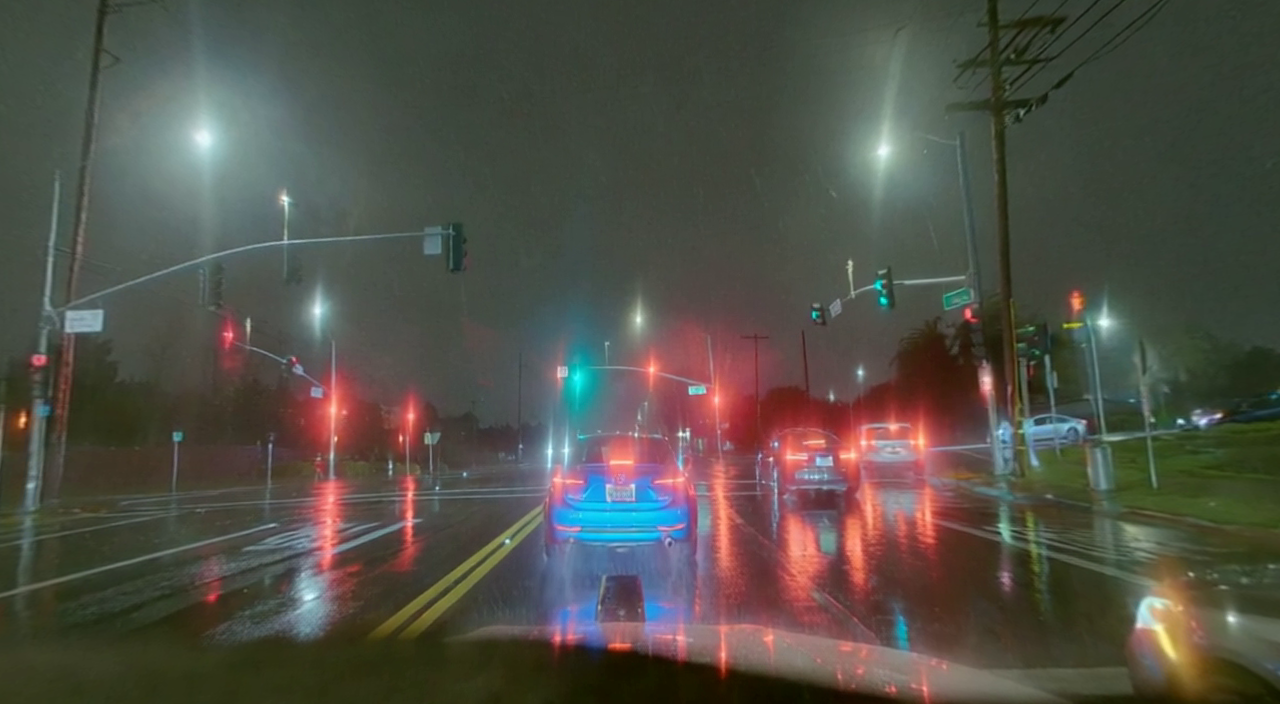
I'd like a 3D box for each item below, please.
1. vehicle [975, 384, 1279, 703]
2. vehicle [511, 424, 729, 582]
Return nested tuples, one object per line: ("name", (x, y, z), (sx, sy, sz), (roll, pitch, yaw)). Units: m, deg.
("vehicle", (2.927, 0.835, 1.834), (1.860, 1.494, 3.707), (0, -8, 0))
("vehicle", (-0.224, 1.750, 8.173), (2.061, 1.485, 4.196), (0, -8, -1))
